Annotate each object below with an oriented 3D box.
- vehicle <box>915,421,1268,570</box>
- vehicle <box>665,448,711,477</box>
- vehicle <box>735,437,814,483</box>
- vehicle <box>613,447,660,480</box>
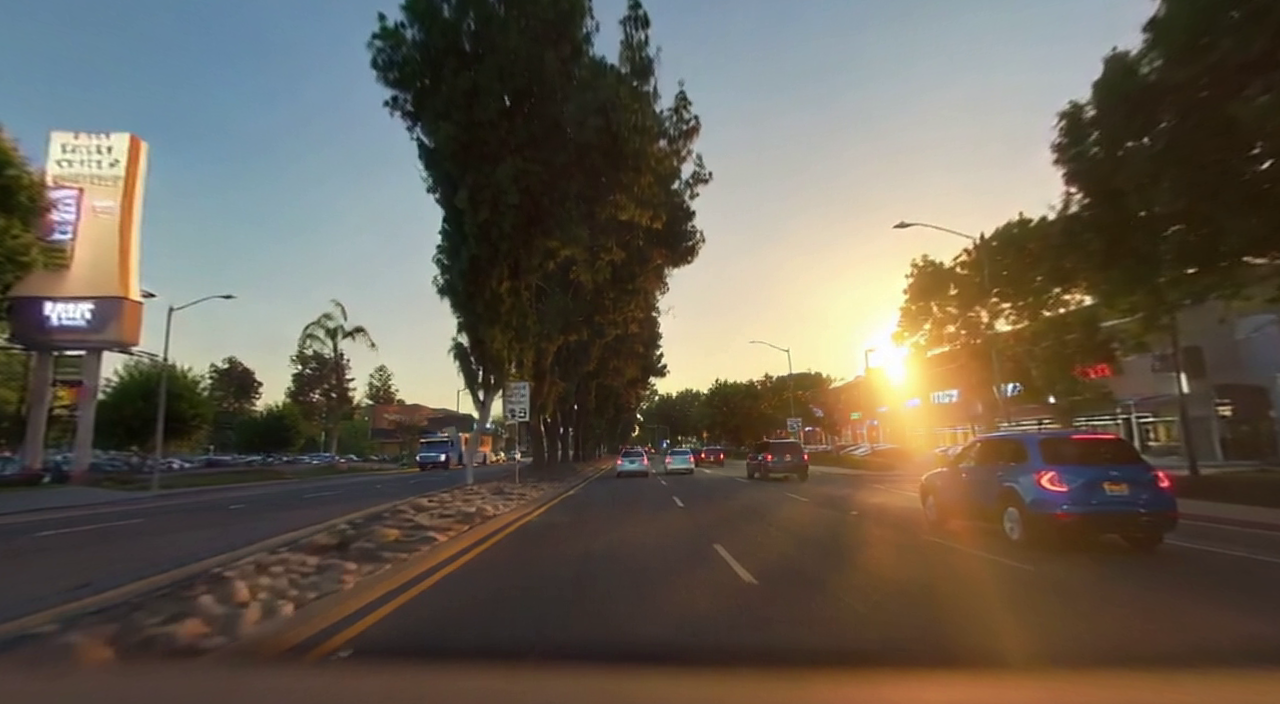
[{"bbox_3d":[5.981,1.922,9.230,1.949,1.647,4.261,0,-9,0],"label":"vehicle"},{"bbox_3d":[2.416,5.646,32.570,1.970,1.402,3.756,0,-9,-2],"label":"vehicle"},{"bbox_3d":[5.645,4.607,27.201,2.140,1.811,4.593,0,-9,-3],"label":"vehicle"},{"bbox_3d":[-0.176,5.137,29.409,2.056,1.440,3.798,0,-9,-1],"label":"vehicle"}]
